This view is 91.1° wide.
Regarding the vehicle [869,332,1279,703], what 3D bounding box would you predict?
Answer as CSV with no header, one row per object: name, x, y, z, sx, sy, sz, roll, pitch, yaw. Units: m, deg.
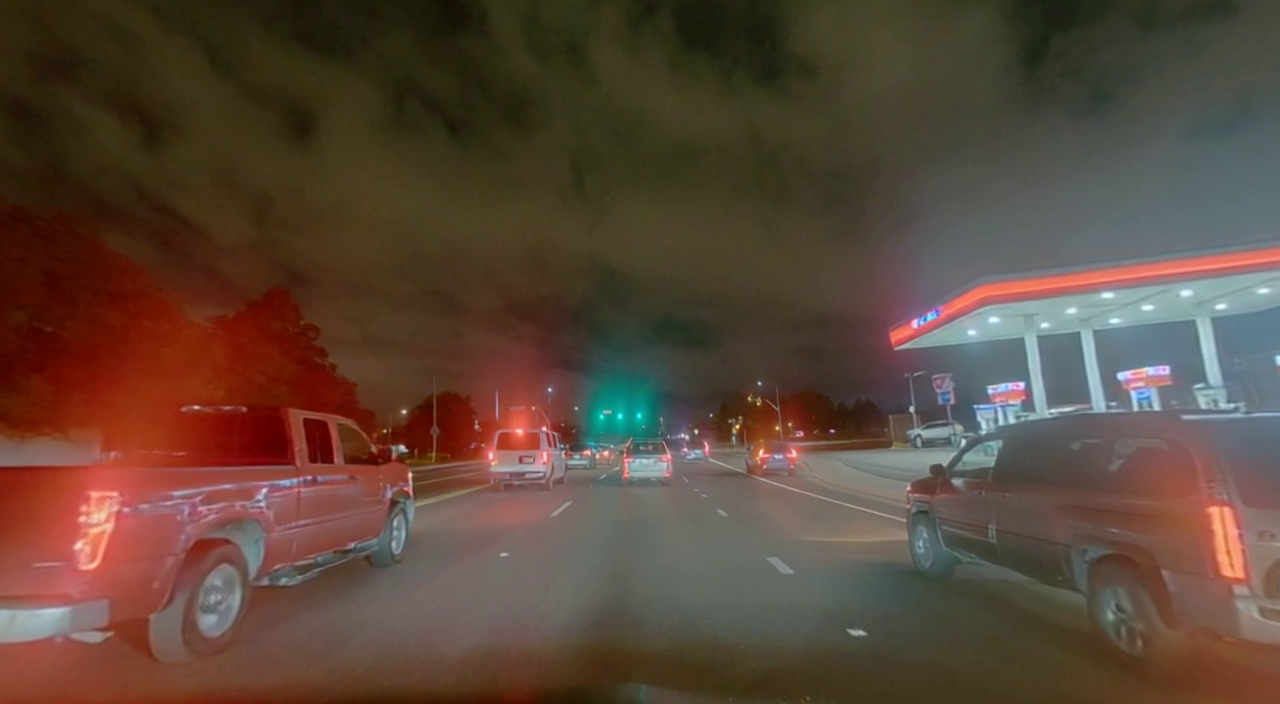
vehicle,3.587,1.118,4.505,2.055,1.786,4.817,0,-8,0

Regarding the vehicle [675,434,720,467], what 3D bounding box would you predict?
vehicle,3.326,5.854,37.415,2.193,1.795,5.130,0,-8,0

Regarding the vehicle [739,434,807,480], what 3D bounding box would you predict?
vehicle,5.349,4.283,25.841,2.119,1.696,4.623,-1,-8,5

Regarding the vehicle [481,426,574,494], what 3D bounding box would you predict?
vehicle,-3.488,3.483,20.562,2.025,1.936,4.995,0,-8,1

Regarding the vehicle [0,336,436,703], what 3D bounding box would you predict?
vehicle,-3.490,1.171,4.868,2.002,1.747,5.173,0,-8,1

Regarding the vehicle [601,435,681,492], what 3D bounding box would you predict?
vehicle,0.059,3.772,21.793,2.426,1.703,5.602,0,-8,0
